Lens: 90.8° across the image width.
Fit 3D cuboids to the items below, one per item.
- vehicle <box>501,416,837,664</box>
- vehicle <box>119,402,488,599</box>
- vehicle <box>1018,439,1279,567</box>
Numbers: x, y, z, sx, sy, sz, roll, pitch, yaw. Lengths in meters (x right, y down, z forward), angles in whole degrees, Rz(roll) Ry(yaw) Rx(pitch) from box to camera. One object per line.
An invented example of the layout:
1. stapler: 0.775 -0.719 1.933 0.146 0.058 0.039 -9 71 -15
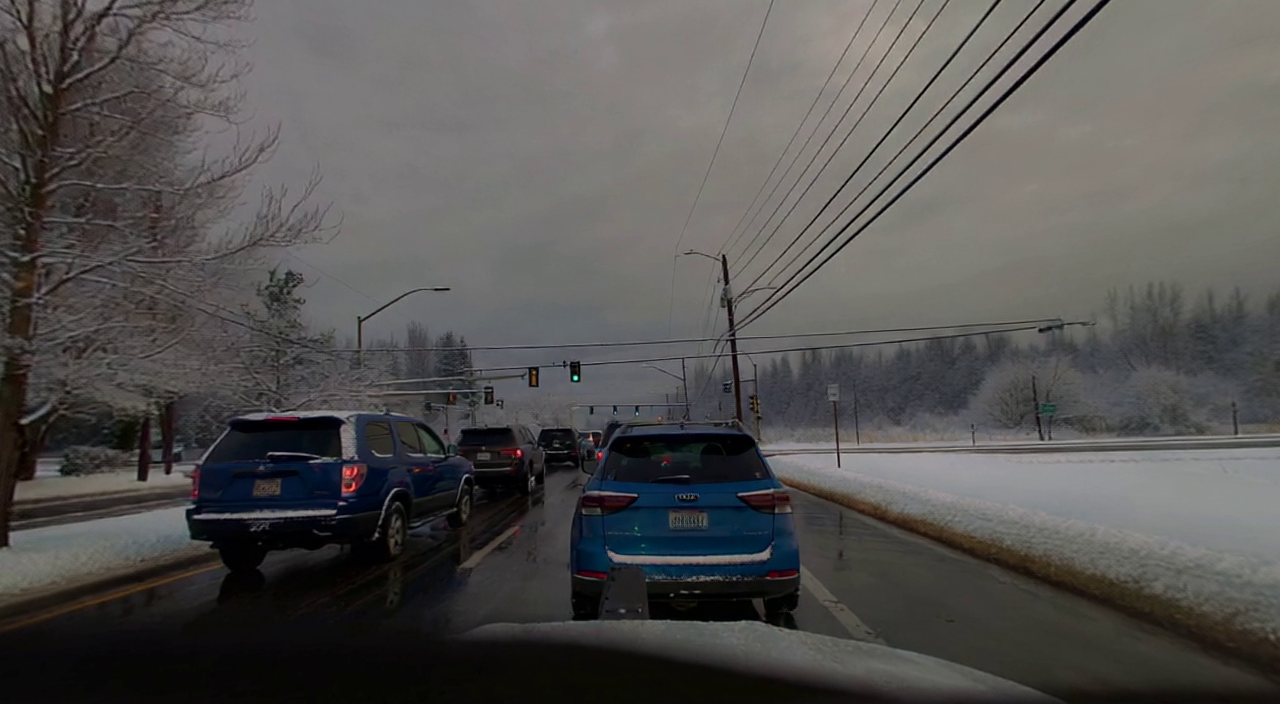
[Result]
1. vehicle: 0.112 1.449 5.946 2.056 1.487 4.003 0 -9 -2
2. vehicle: -3.473 1.623 7.763 2.105 1.706 4.337 0 -9 0
3. vehicle: 8.382 2.160 9.931 1.993 1.508 4.521 0 -9 -1
